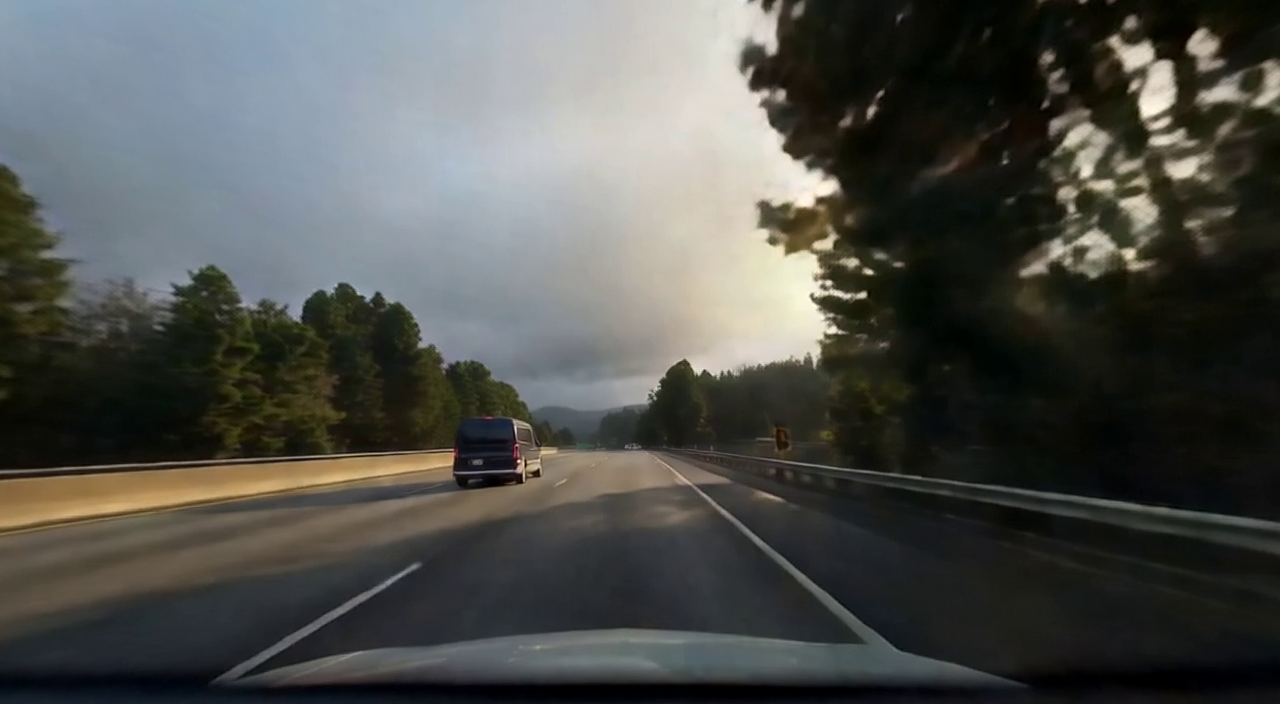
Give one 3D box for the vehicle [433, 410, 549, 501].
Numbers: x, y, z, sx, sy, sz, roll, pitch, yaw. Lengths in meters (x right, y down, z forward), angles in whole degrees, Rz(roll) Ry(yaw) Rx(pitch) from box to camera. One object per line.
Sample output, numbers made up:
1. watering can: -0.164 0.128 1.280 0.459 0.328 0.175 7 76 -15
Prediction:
1. vehicle: -3.732 2.698 16.735 1.976 2.029 4.737 -1 -8 0
